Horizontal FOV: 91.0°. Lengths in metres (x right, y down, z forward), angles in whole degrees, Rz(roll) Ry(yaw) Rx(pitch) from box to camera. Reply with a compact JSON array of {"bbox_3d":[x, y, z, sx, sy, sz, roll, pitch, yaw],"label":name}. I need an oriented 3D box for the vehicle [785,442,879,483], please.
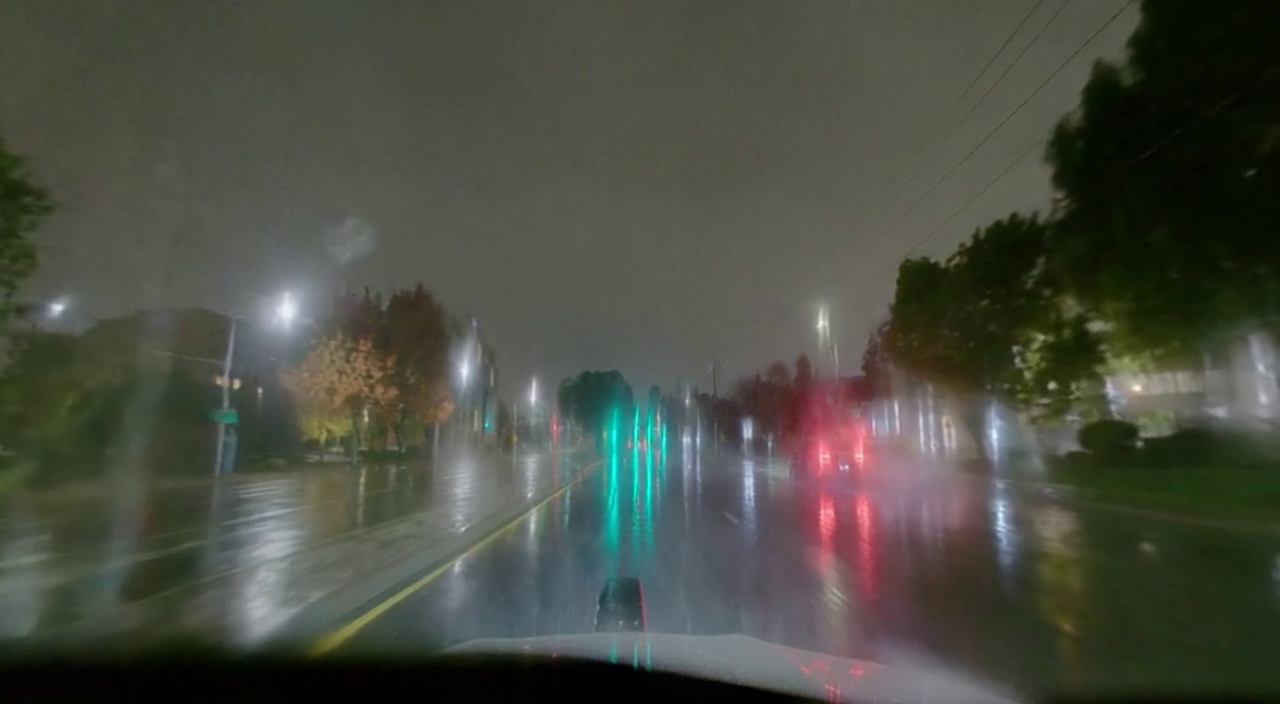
[{"bbox_3d":[7.174,4.157,24.037,2.054,1.421,4.487,0,-8,-1],"label":"vehicle"}]
